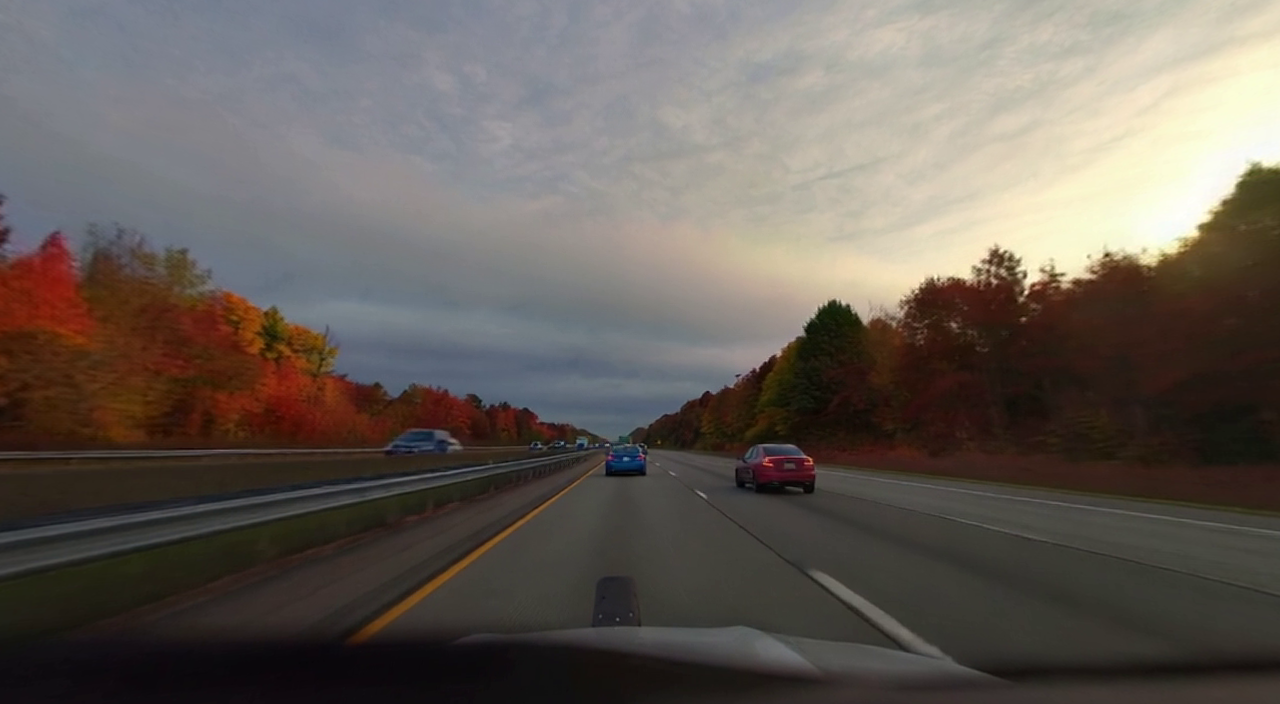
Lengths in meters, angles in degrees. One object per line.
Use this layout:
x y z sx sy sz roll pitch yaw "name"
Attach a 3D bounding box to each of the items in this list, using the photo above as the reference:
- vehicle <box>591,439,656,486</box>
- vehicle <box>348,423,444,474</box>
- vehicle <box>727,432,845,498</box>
-0.556 3.956 22.730 2.128 1.516 4.410 0 -9 0 "vehicle"
-9.503 3.840 24.871 2.086 1.802 4.337 0 -9 -1 "vehicle"
3.912 3.135 17.649 2.300 1.595 4.144 -1 -9 0 "vehicle"
